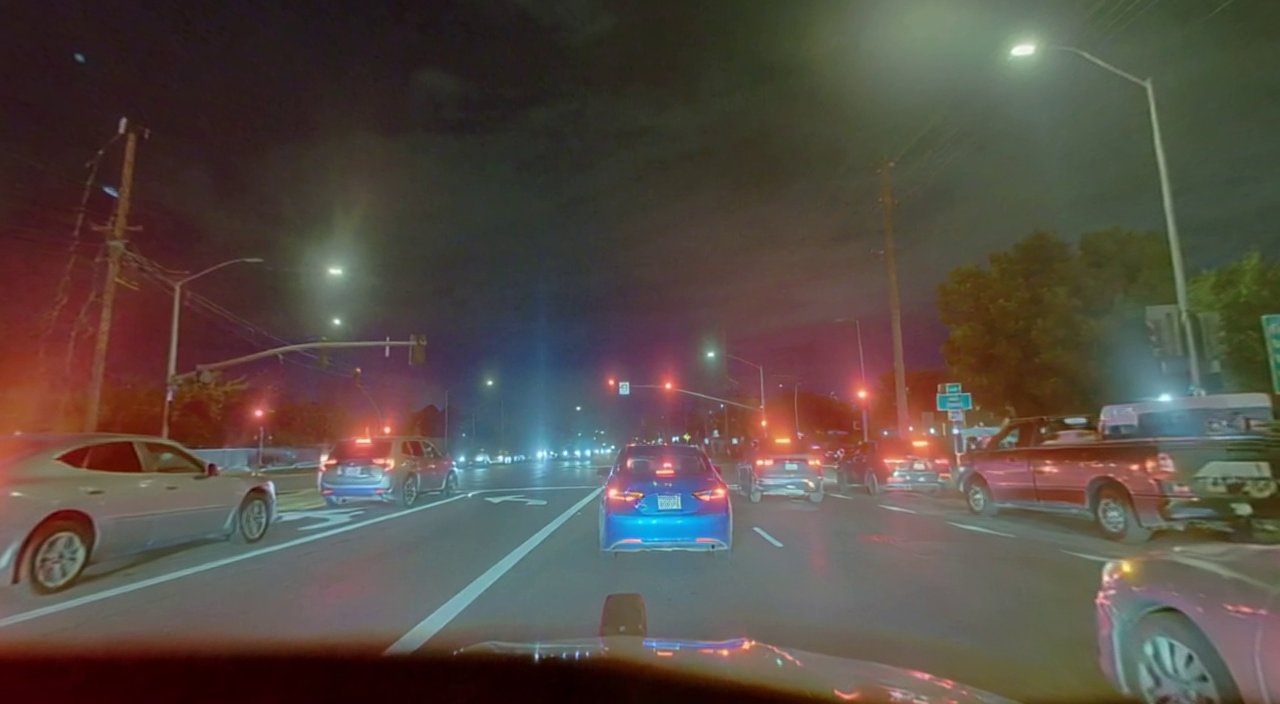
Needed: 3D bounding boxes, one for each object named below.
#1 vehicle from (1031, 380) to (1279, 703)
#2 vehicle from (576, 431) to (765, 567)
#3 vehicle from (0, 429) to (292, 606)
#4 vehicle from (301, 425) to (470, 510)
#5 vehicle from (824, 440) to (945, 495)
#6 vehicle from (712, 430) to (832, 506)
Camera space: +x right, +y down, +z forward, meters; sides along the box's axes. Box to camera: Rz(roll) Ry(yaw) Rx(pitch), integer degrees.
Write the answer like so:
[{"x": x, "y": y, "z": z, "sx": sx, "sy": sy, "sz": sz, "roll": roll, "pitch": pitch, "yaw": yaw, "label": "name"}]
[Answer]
[{"x": 3.084, "y": 0.746, "z": 1.343, "sx": 1.870, "sy": 1.523, "sz": 4.096, "roll": 0, "pitch": -8, "yaw": 0, "label": "vehicle"}, {"x": 0.323, "y": 1.926, "z": 9.072, "sx": 2.109, "sy": 1.483, "sz": 3.964, "roll": 0, "pitch": -8, "yaw": 0, "label": "vehicle"}, {"x": -6.406, "y": 1.710, "z": 7.374, "sx": 1.955, "sy": 1.497, "sz": 4.639, "roll": -1, "pitch": -8, "yaw": 1, "label": "vehicle"}, {"x": -6.245, "y": 2.883, "z": 16.355, "sx": 2.070, "sy": 1.824, "sz": 5.196, "roll": -1, "pitch": -8, "yaw": 2, "label": "vehicle"}, {"x": 7.266, "y": 3.444, "z": 19.305, "sx": 1.867, "sy": 1.459, "sz": 4.436, "roll": 0, "pitch": -8, "yaw": -1, "label": "vehicle"}, {"x": 3.236, "y": 2.935, "z": 16.433, "sx": 2.042, "sy": 1.676, "sz": 4.364, "roll": 0, "pitch": -8, "yaw": -2, "label": "vehicle"}]
